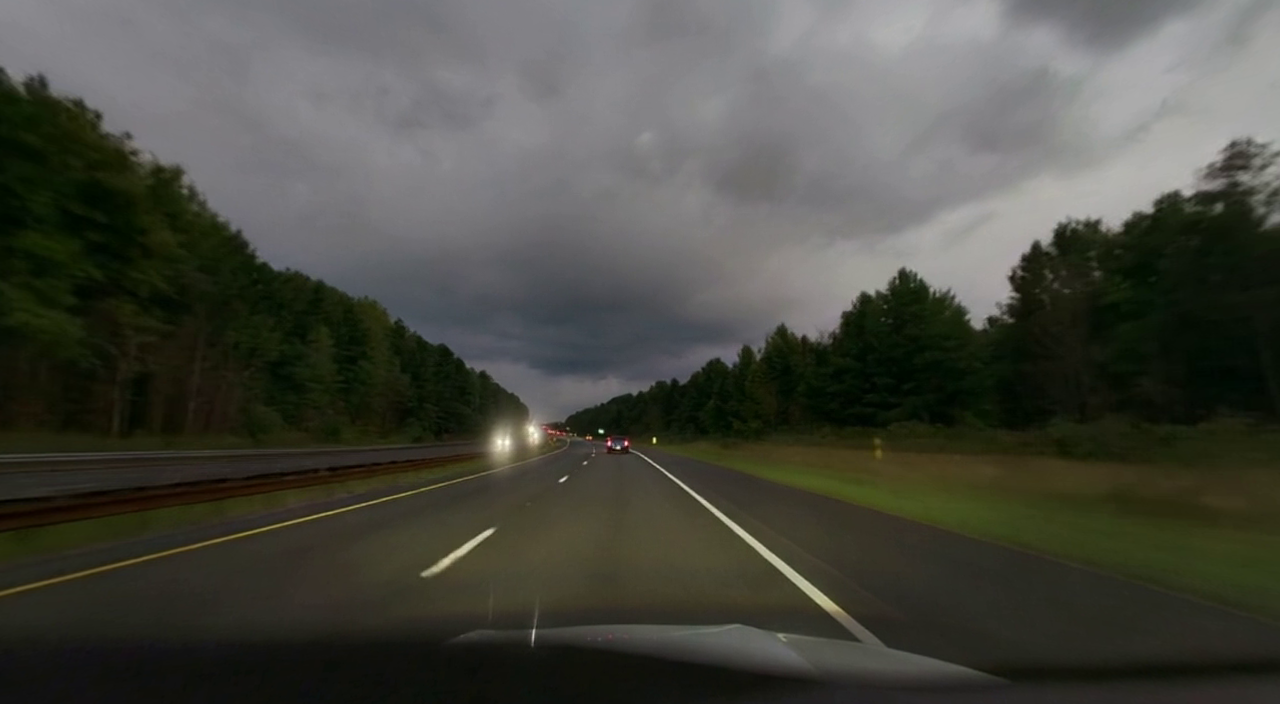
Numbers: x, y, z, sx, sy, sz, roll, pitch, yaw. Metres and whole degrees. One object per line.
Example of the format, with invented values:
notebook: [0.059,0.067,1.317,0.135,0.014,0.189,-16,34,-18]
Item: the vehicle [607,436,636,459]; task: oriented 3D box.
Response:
vehicle: [-1.397,6.881,45.461,2.004,1.515,3.968,0,-8,-3]
